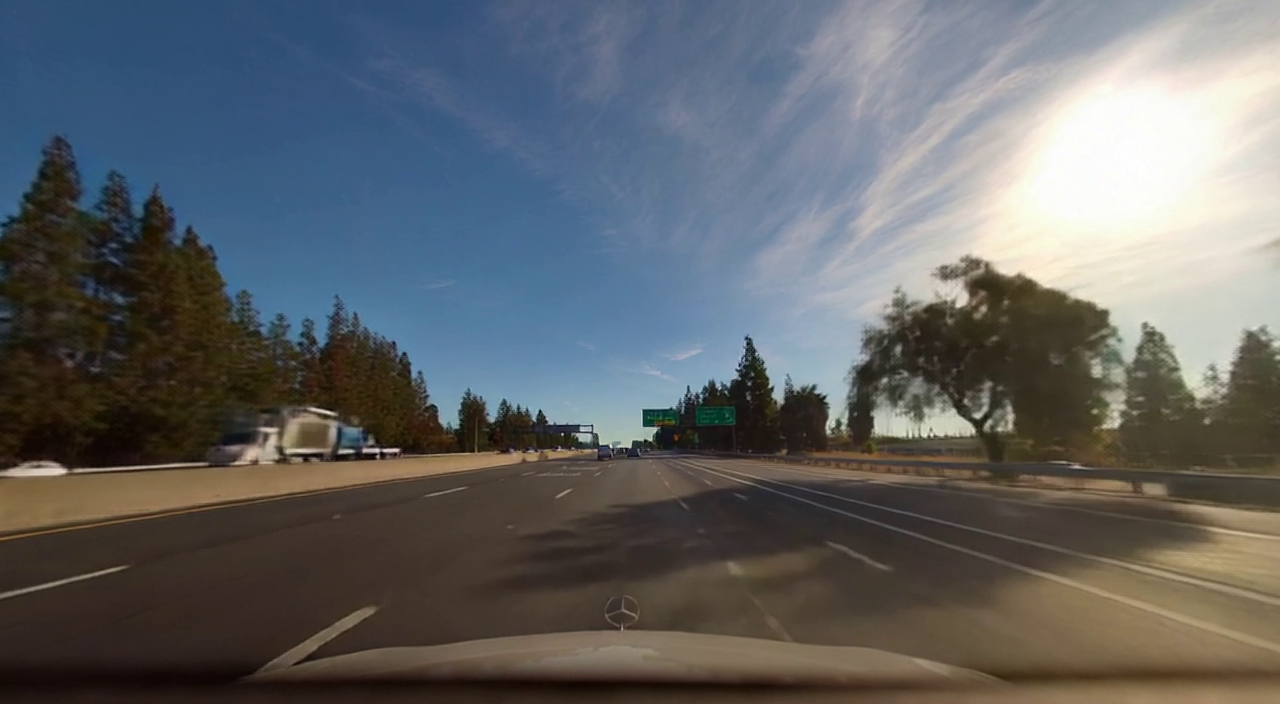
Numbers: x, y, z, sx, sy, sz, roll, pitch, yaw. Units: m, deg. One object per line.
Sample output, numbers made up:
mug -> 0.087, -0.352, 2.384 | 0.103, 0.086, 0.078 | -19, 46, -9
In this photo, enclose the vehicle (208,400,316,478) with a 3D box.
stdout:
vehicle -> -19.769, 4.628, 33.331 | 2.832, 3.799, 4.192 | 0, -9, 1
